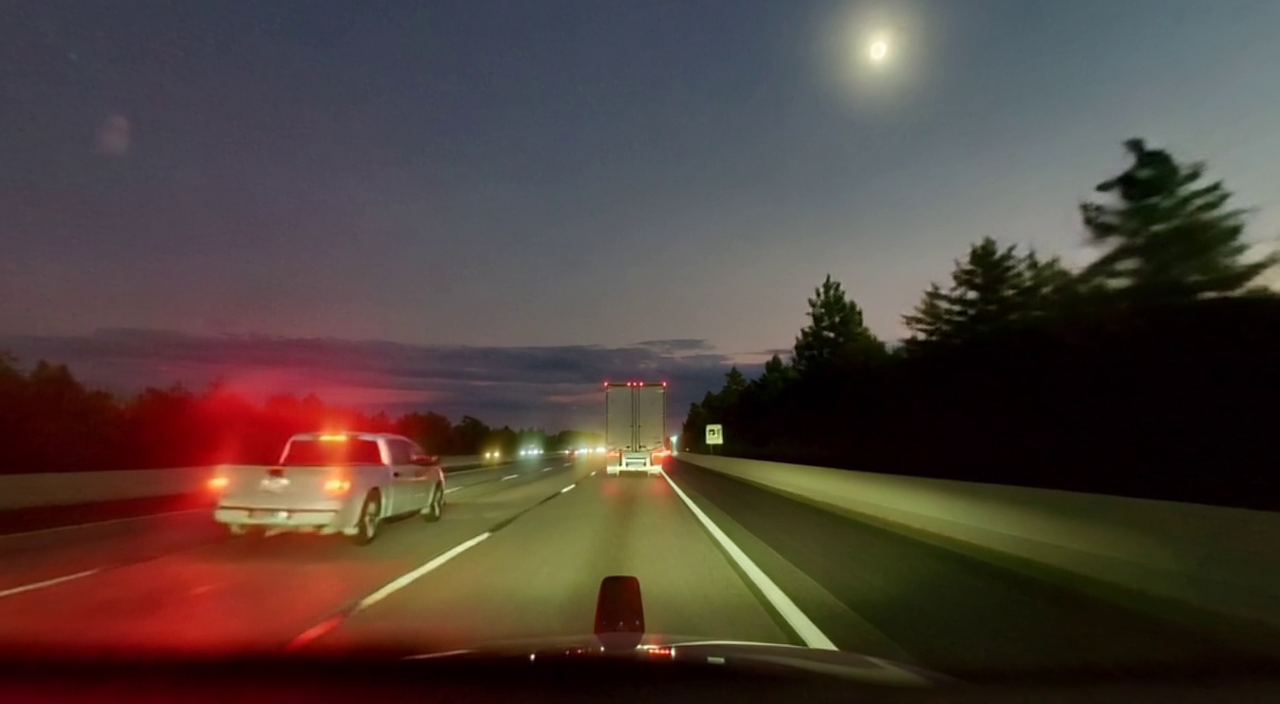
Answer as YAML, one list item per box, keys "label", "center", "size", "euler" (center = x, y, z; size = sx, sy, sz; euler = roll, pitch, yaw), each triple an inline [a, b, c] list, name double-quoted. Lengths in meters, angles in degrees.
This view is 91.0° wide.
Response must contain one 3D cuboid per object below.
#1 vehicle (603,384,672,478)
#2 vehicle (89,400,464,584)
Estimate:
- label: "vehicle"
  center: [-0.179, 4.318, 33.509]
  size: [3.052, 4.132, 11.336]
  euler: [0, -9, -1]
- label: "vehicle"
  center: [-4.368, 1.785, 8.906]
  size: [2.285, 1.833, 4.984]
  euler: [0, -9, 0]
